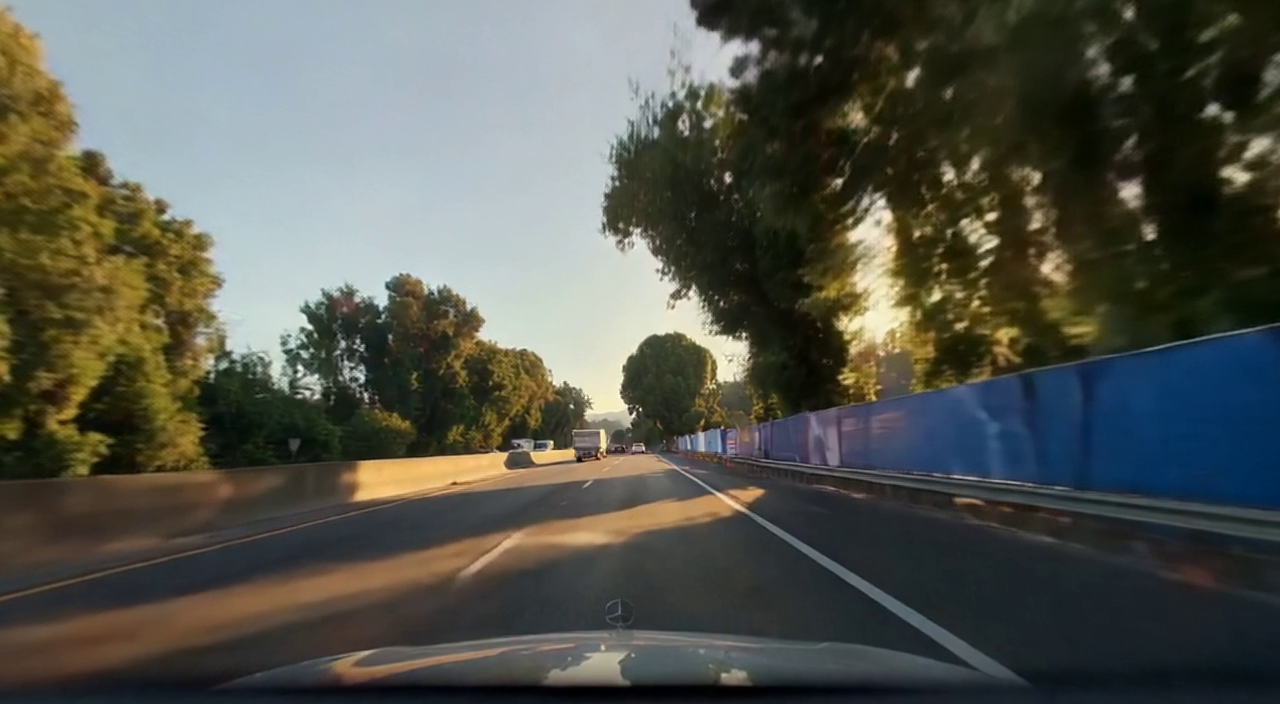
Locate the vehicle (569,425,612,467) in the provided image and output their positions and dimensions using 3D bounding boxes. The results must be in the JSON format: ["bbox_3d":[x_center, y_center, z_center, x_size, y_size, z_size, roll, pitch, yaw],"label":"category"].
[{"bbox_3d":[-3.333,6.495,43.493,2.484,2.625,5.907,-1,-8,0],"label":"vehicle"}]
